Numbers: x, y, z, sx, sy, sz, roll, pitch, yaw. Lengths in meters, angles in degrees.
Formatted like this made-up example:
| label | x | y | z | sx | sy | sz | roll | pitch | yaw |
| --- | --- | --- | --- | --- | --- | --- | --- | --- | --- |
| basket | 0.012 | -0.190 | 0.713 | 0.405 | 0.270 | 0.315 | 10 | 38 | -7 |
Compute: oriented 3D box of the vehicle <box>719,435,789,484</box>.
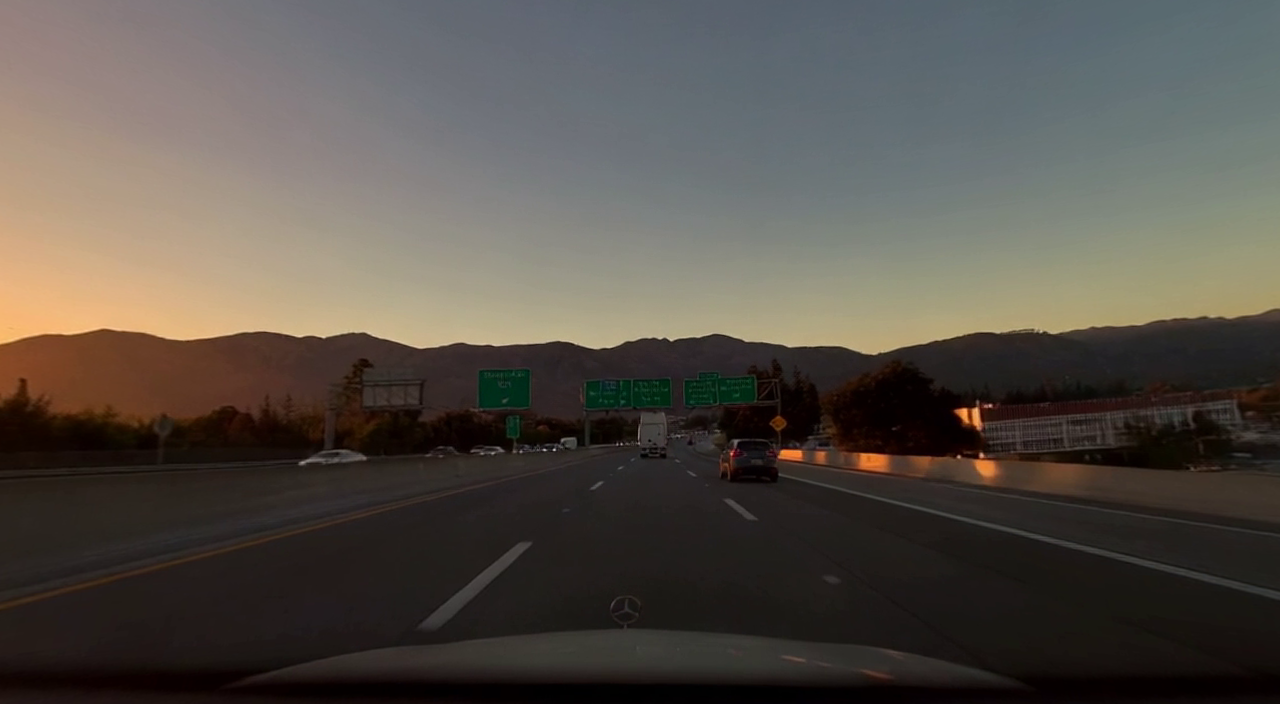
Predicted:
| label | x | y | z | sx | sy | sz | roll | pitch | yaw |
| --- | --- | --- | --- | --- | --- | --- | --- | --- | --- |
| vehicle | 4.143 | 3.962 | 23.500 | 1.880 | 1.624 | 3.941 | 0 | -8 | 0 |

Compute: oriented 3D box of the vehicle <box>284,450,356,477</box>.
| label | x | y | z | sx | sy | sz | roll | pitch | yaw |
| --- | --- | --- | --- | --- | --- | --- | --- | --- | --- |
| vehicle | -19.301 | 6.713 | 38.262 | 1.884 | 1.455 | 4.553 | -1 | -8 | 2 |
